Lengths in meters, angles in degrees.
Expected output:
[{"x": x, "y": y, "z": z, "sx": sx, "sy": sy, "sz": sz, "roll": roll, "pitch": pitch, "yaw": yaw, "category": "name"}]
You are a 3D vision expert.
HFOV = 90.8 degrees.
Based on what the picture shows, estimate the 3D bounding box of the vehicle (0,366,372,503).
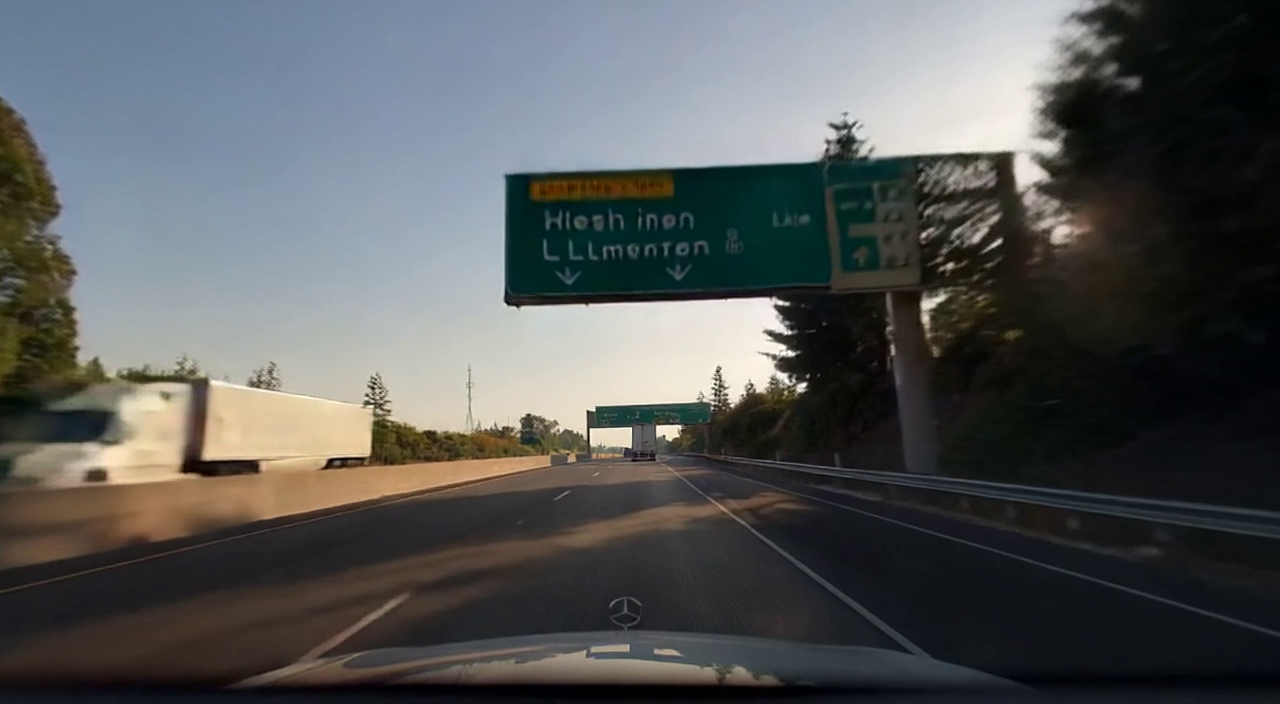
[{"x": -17.832, "y": 3.858, "z": 28.036, "sx": 2.983, "sy": 3.870, "sz": 20.198, "roll": 0, "pitch": -9, "yaw": 0, "category": "vehicle"}]
